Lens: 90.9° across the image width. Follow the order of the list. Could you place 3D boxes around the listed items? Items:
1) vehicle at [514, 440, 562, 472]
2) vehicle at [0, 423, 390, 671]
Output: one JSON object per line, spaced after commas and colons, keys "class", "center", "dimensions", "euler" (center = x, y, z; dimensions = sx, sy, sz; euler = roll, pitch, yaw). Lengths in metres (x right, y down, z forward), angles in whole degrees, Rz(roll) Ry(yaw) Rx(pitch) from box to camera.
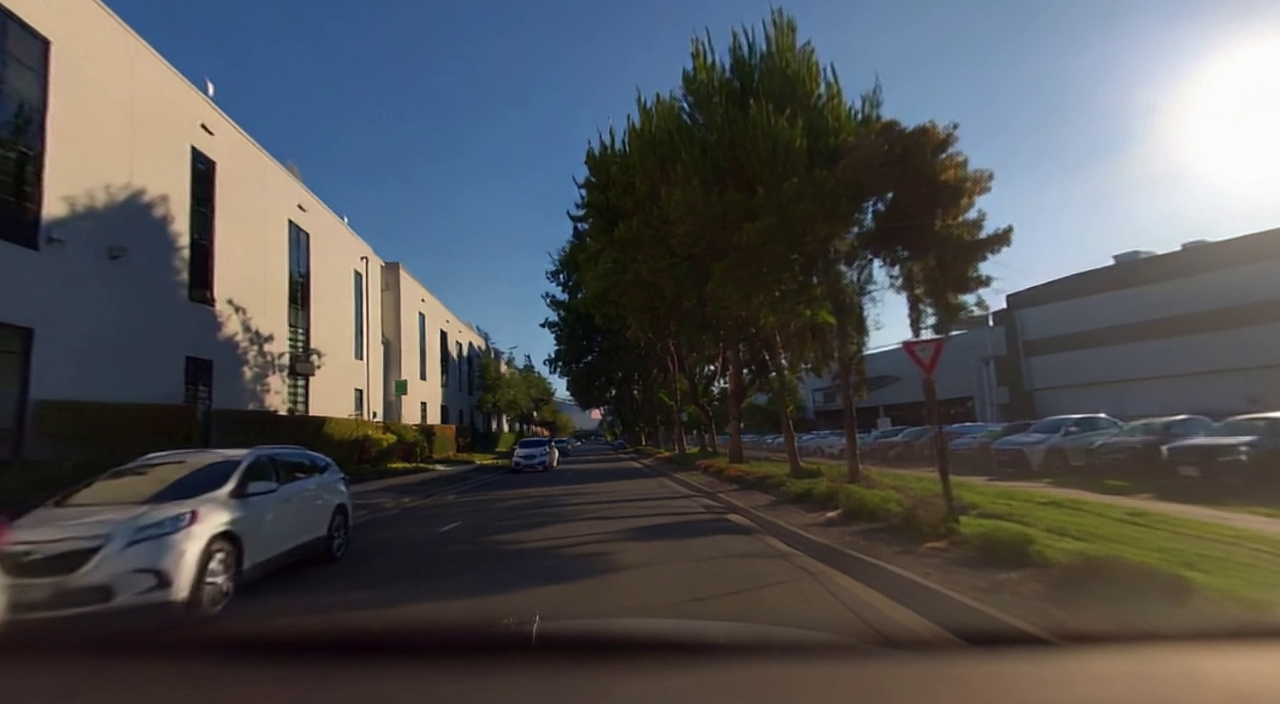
{"class": "vehicle", "center": [-5.600, 5.768, 35.044], "dimensions": [2.040, 1.501, 4.440], "euler": [-4, -9, -2]}
{"class": "vehicle", "center": [-4.268, 1.607, 6.420], "dimensions": [1.912, 1.628, 4.233], "euler": [-1, -8, -3]}
